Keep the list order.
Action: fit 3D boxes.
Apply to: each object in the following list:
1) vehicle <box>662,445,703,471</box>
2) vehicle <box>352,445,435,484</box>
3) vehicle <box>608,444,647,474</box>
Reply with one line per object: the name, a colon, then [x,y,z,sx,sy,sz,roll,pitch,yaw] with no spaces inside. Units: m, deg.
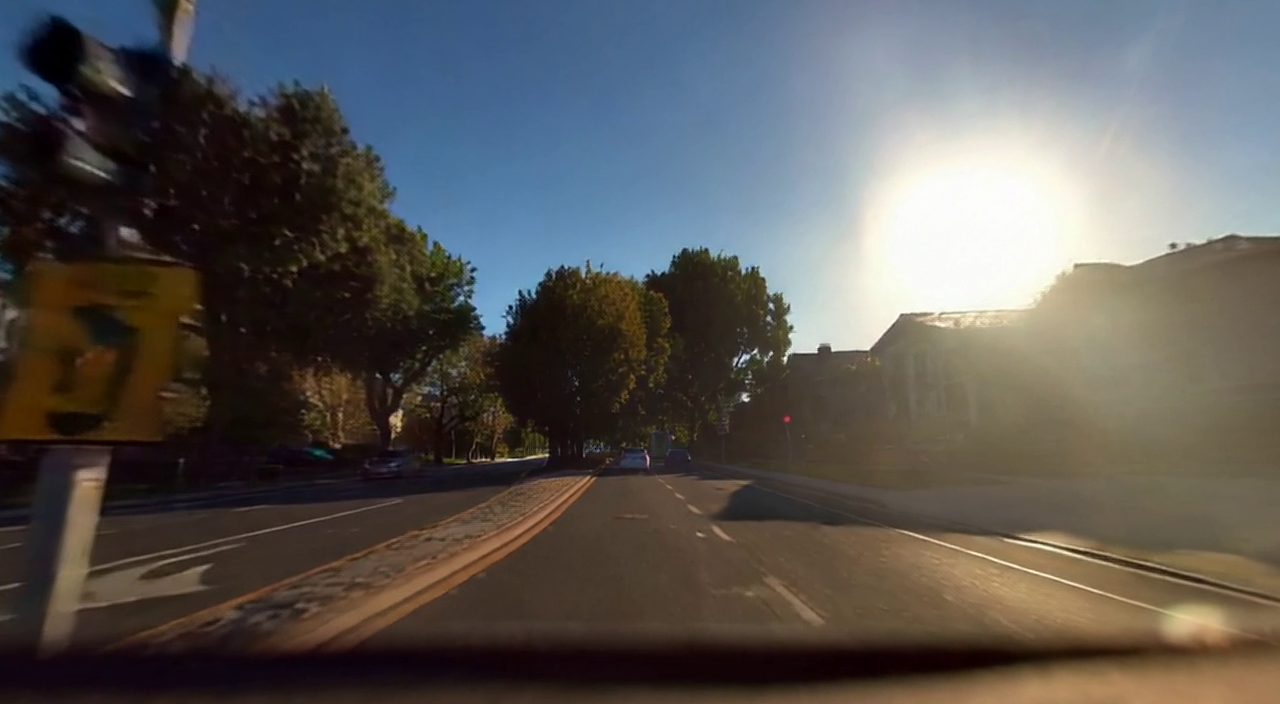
vehicle: [2.606,6.637,39.732,2.057,1.496,4.401,0,-8,-2]
vehicle: [-11.609,5.280,30.150,2.107,1.684,4.707,0,-8,-1]
vehicle: [-0.668,5.811,34.575,2.018,1.511,3.993,0,-8,-1]
